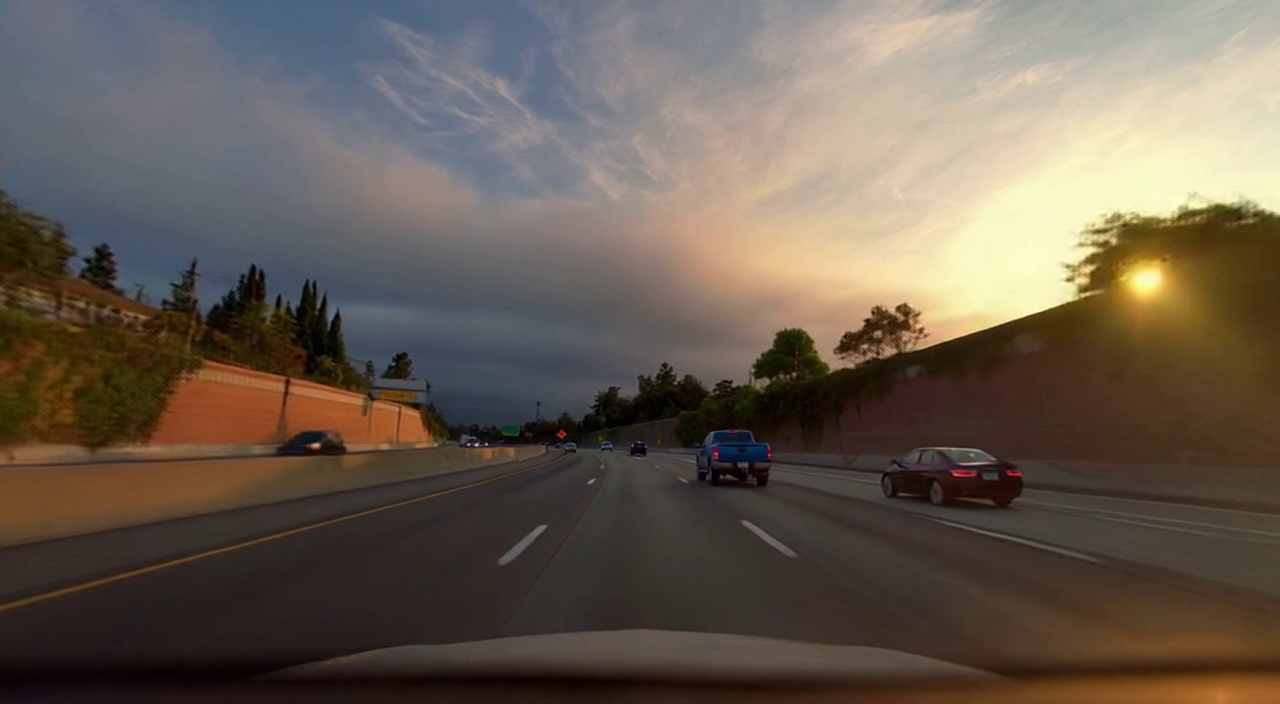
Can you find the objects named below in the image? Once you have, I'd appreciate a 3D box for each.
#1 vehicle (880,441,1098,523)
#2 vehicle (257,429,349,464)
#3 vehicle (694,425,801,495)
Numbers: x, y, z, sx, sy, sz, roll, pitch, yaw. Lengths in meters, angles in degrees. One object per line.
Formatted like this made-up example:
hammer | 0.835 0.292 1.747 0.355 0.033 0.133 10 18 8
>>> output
vehicle | 7.425 2.775 14.196 1.976 1.485 4.925 0 -8 -2
vehicle | -18.280 5.181 34.555 2.300 1.752 5.188 0 -8 -2
vehicle | 3.312 3.484 20.809 2.374 1.952 5.431 0 -8 -2
